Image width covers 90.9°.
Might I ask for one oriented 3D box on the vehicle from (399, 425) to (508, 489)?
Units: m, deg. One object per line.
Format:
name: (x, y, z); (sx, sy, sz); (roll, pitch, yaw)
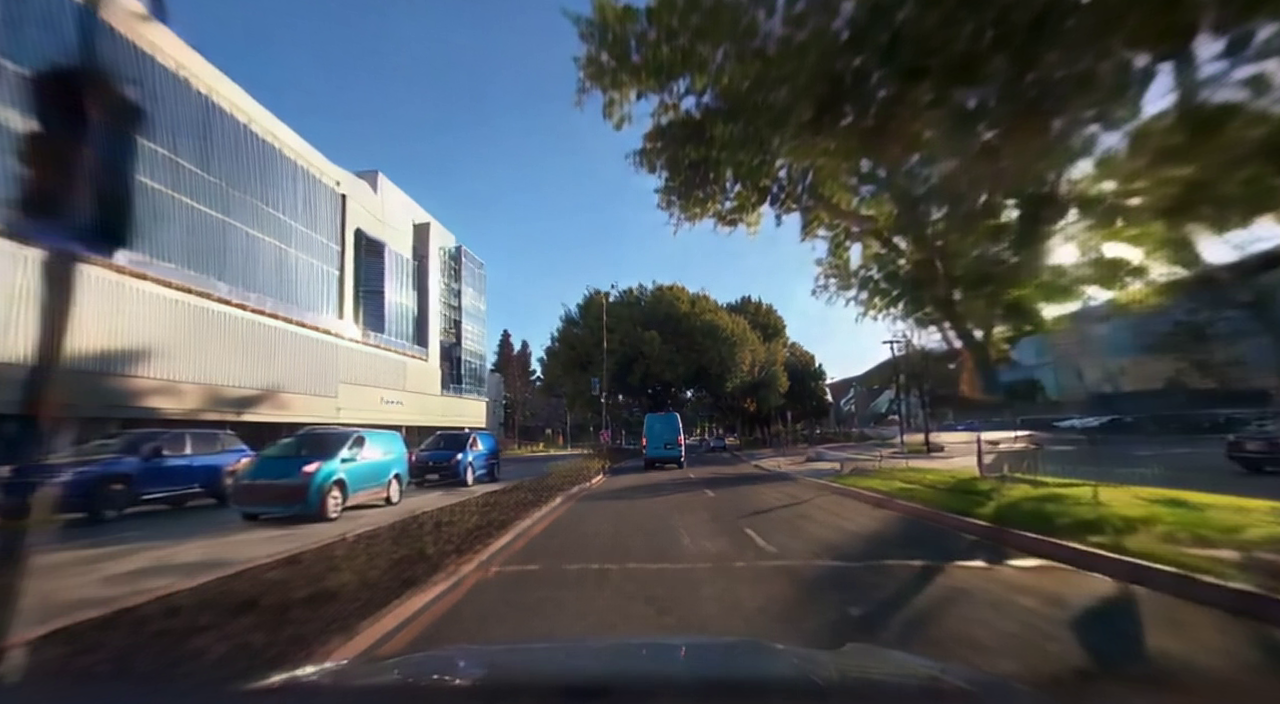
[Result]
vehicle: (-5.458, 3.149, 19.065); (1.935, 1.633, 4.247); (-2, -9, 1)

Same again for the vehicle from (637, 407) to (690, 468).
vehicle: (1.313, 4.330, 32.003); (2.435, 2.816, 5.232); (-1, -8, 5)

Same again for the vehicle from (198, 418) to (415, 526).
vehicle: (-5.692, 2.091, 11.351); (1.893, 1.587, 3.595); (-1, -9, 0)

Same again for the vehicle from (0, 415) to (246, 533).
vehicle: (-9.207, 2.024, 10.831); (1.891, 1.575, 4.559); (-2, -9, 1)
